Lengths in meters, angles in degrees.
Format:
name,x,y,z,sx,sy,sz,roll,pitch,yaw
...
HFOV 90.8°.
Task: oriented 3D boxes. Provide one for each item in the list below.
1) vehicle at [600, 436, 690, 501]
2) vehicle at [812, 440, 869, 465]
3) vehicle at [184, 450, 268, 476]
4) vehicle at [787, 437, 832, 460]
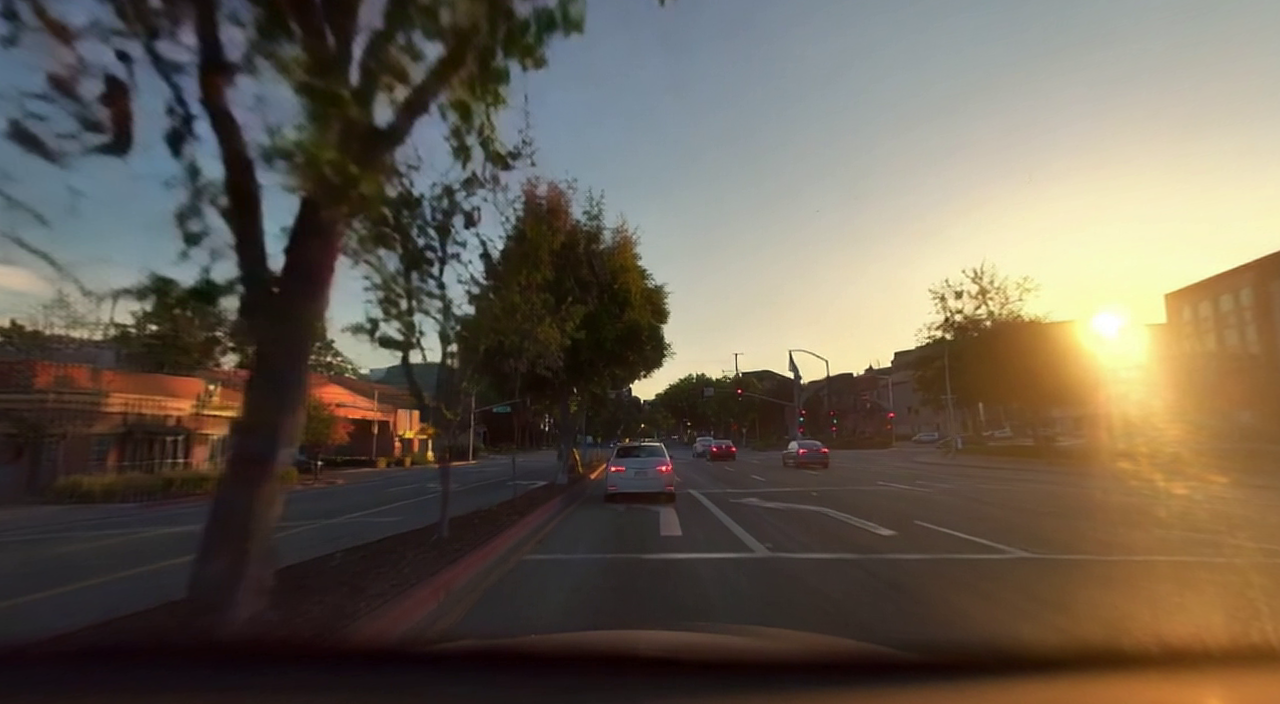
name,x,y,z,sx,sy,sz,roll,pitch,yaw
vehicle,0.083,2.972,16.521,2.064,1.477,3.968,0,-8,-1
vehicle,12.757,6.405,40.470,2.059,1.482,4.568,0,-8,-1
vehicle,-31.403,8.396,48.026,2.114,1.809,4.758,-6,-11,37
vehicle,13.294,7.597,49.864,1.981,1.746,5.375,0,-8,0
